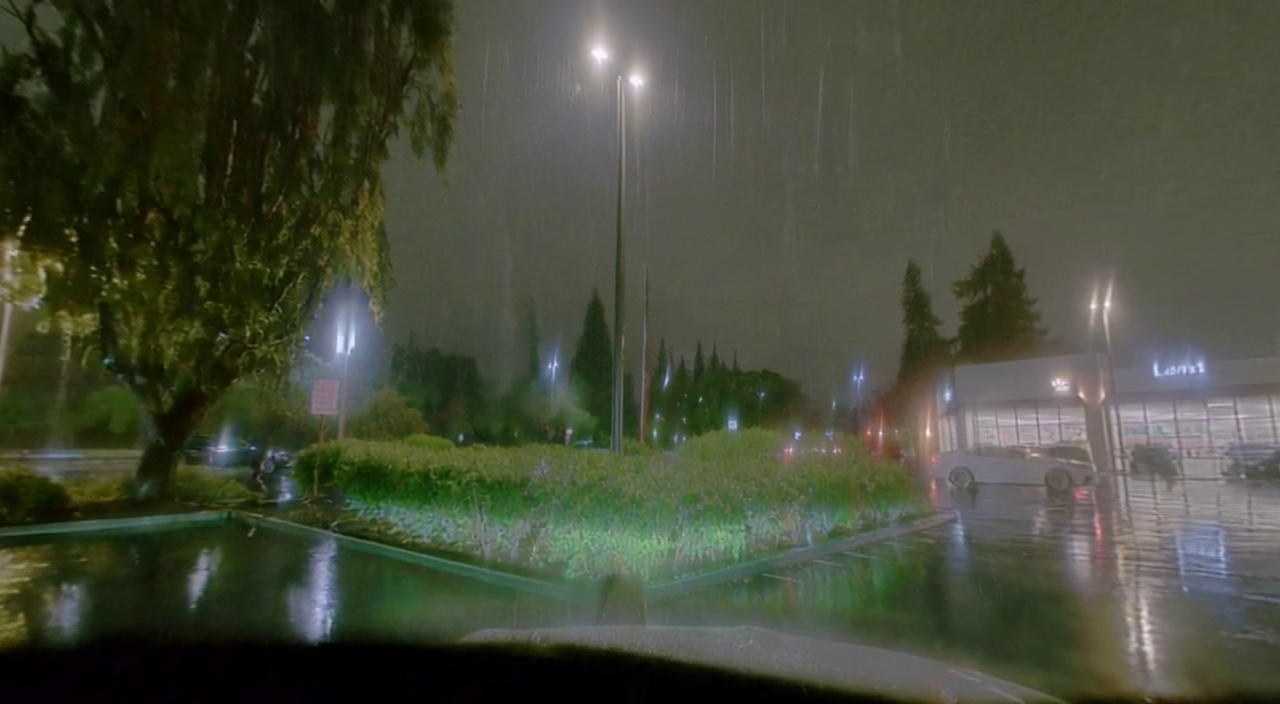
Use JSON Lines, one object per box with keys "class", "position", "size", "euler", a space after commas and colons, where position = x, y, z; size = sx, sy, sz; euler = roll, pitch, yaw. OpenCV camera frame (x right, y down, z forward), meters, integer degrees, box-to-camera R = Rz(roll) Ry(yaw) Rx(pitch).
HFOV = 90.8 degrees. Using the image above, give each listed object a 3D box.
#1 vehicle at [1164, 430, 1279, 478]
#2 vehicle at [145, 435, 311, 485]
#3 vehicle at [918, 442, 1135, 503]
{"class": "vehicle", "position": [23.365, 3.870, 24.094], "size": [4.939, 1.664, 2.055], "euler": [-10, -10, 42]}
{"class": "vehicle", "position": [-15.248, 3.982, 23.598], "size": [1.921, 1.632, 4.752], "euler": [-8, -12, 42]}
{"class": "vehicle", "position": [10.645, 3.286, 17.675], "size": [4.772, 1.441, 1.976], "euler": [-8, -12, 43]}
